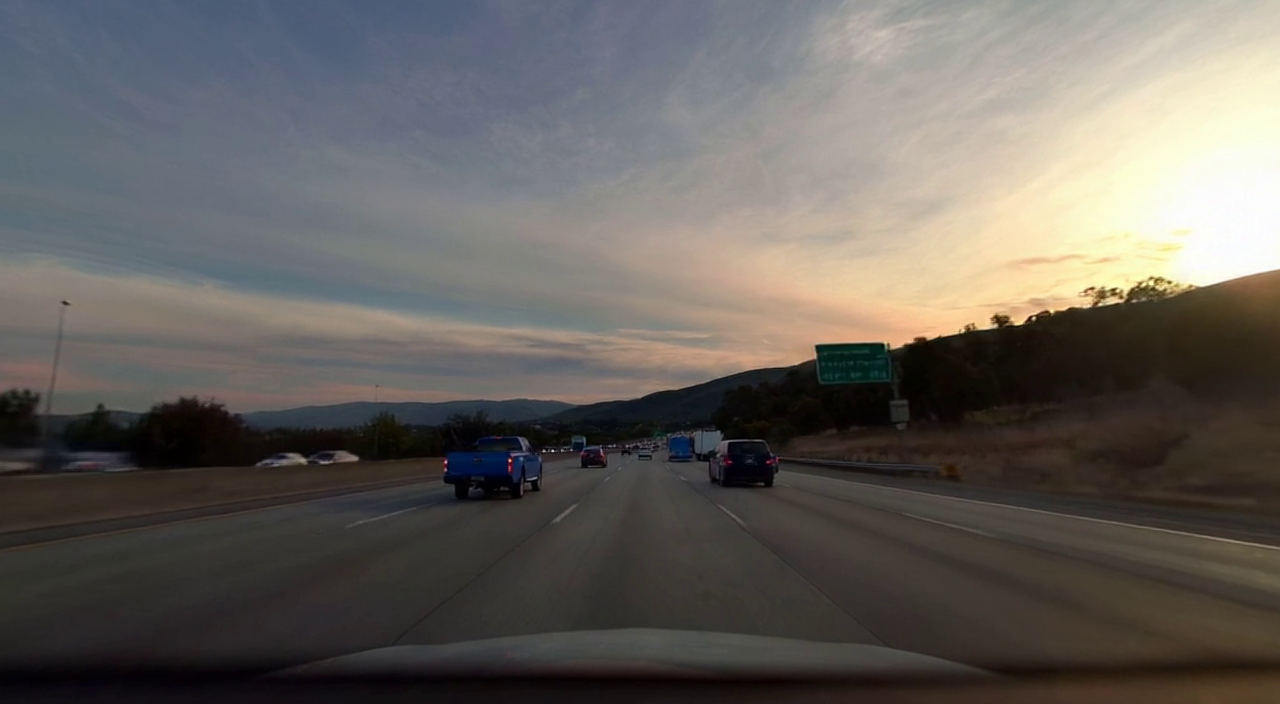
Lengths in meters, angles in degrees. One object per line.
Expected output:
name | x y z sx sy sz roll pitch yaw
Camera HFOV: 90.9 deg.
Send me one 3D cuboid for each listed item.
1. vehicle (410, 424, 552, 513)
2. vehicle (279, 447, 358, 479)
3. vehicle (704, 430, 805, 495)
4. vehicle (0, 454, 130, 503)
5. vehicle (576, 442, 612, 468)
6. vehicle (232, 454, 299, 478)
vehicle | -3.736 2.845 16.033 2.227 1.853 5.161 0 -8 1
vehicle | -17.463 6.034 34.528 1.948 1.576 4.501 0 -8 1
vehicle | 3.818 3.801 22.257 2.424 1.952 5.611 0 -8 -1
vehicle | -21.175 4.435 22.581 1.873 1.490 4.725 0 -8 0
vehicle | -3.310 7.500 46.062 2.235 1.785 4.386 -1 -8 1
vehicle | -25.569 7.775 43.233 1.850 1.478 4.595 0 -8 -1
